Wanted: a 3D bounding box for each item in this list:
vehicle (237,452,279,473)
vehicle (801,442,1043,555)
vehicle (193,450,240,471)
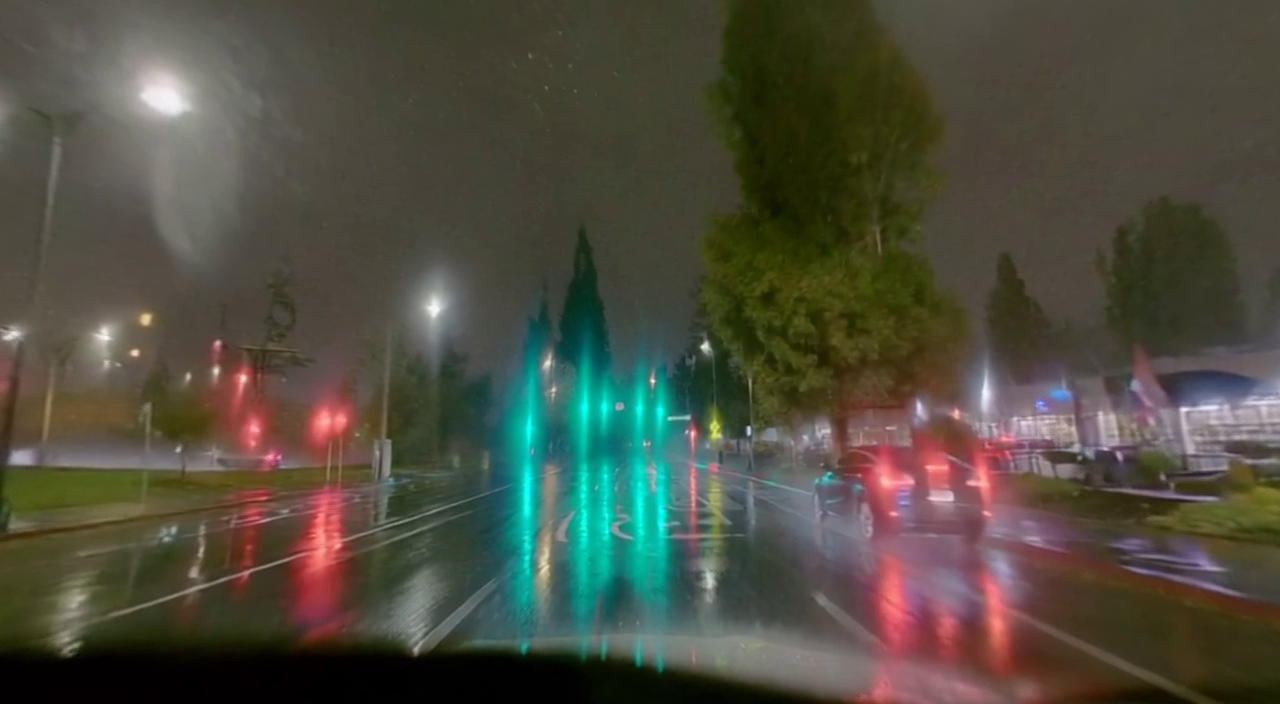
[{"bbox_3d":[-29.310,8.441,48.409,1.854,1.475,4.132,7,-12,-41],"label":"vehicle"},{"bbox_3d":[4.282,2.254,10.577,1.856,1.462,4.501,0,-8,-2],"label":"vehicle"},{"bbox_3d":[-32.371,8.245,48.229,4.530,1.483,1.962,-8,-12,44],"label":"vehicle"}]
